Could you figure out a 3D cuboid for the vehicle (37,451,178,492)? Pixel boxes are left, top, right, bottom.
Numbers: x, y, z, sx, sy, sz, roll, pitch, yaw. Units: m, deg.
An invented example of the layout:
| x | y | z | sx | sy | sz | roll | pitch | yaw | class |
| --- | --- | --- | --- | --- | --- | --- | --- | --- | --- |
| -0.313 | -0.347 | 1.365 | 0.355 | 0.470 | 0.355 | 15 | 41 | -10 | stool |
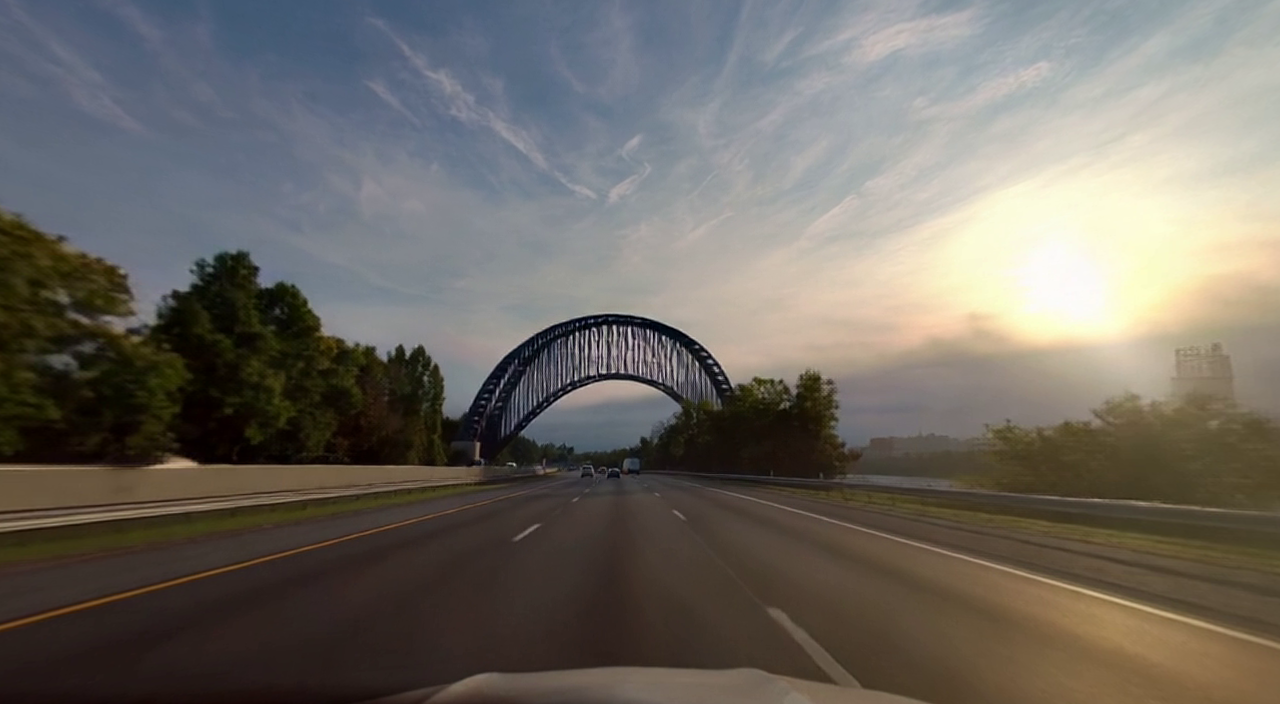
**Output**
| x | y | z | sx | sy | sz | roll | pitch | yaw | class |
| --- | --- | --- | --- | --- | --- | --- | --- | --- | --- |
| -20.361 | 4.609 | 24.374 | 1.800 | 1.436 | 4.207 | 1 | -10 | -1 | vehicle |
